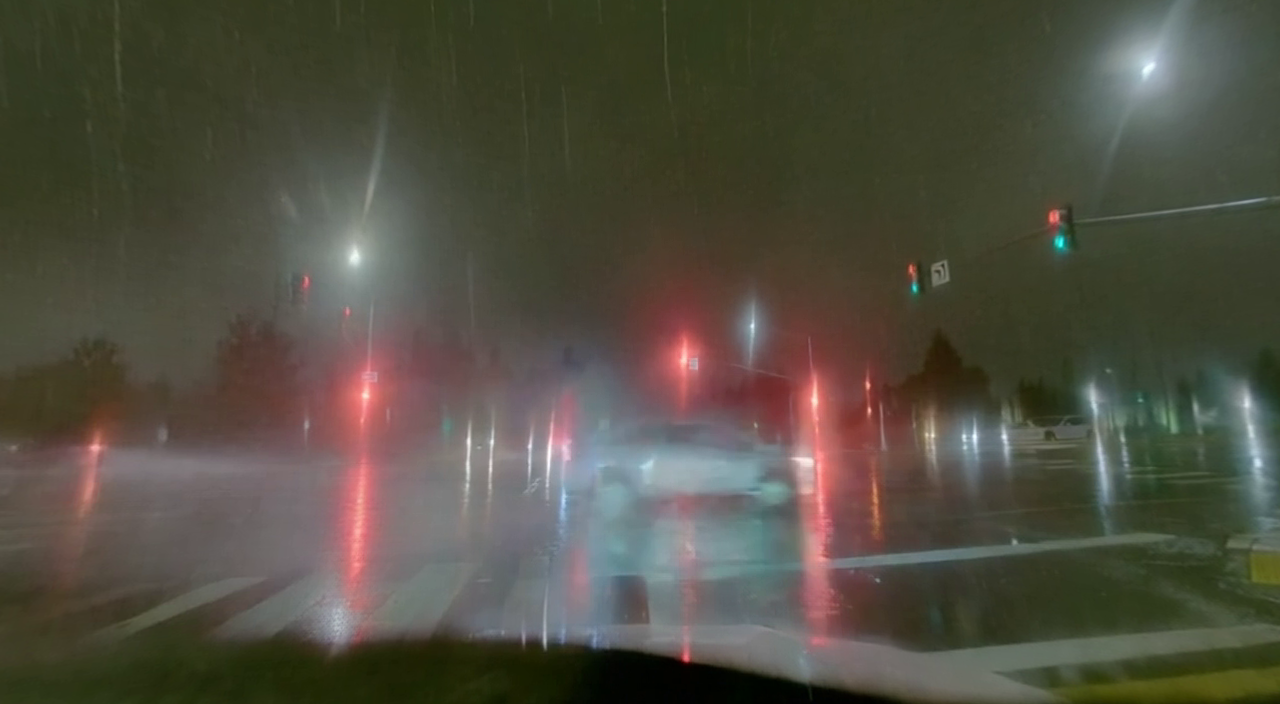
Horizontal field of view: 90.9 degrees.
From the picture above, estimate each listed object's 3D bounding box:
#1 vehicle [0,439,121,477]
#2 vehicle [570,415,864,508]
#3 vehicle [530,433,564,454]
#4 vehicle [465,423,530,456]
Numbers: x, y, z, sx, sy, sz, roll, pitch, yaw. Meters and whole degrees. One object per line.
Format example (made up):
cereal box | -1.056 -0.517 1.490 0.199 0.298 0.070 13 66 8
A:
vehicle | -23.745 4.166 24.917 4.510 1.431 1.884 2 -9 -11
vehicle | 1.360 2.097 12.387 5.300 1.584 2.142 1 -9 -9
vehicle | -7.259 7.194 49.513 2.054 1.536 3.927 0 -9 -1
vehicle | -8.659 5.436 38.817 2.000 1.864 5.044 -2 -9 10
